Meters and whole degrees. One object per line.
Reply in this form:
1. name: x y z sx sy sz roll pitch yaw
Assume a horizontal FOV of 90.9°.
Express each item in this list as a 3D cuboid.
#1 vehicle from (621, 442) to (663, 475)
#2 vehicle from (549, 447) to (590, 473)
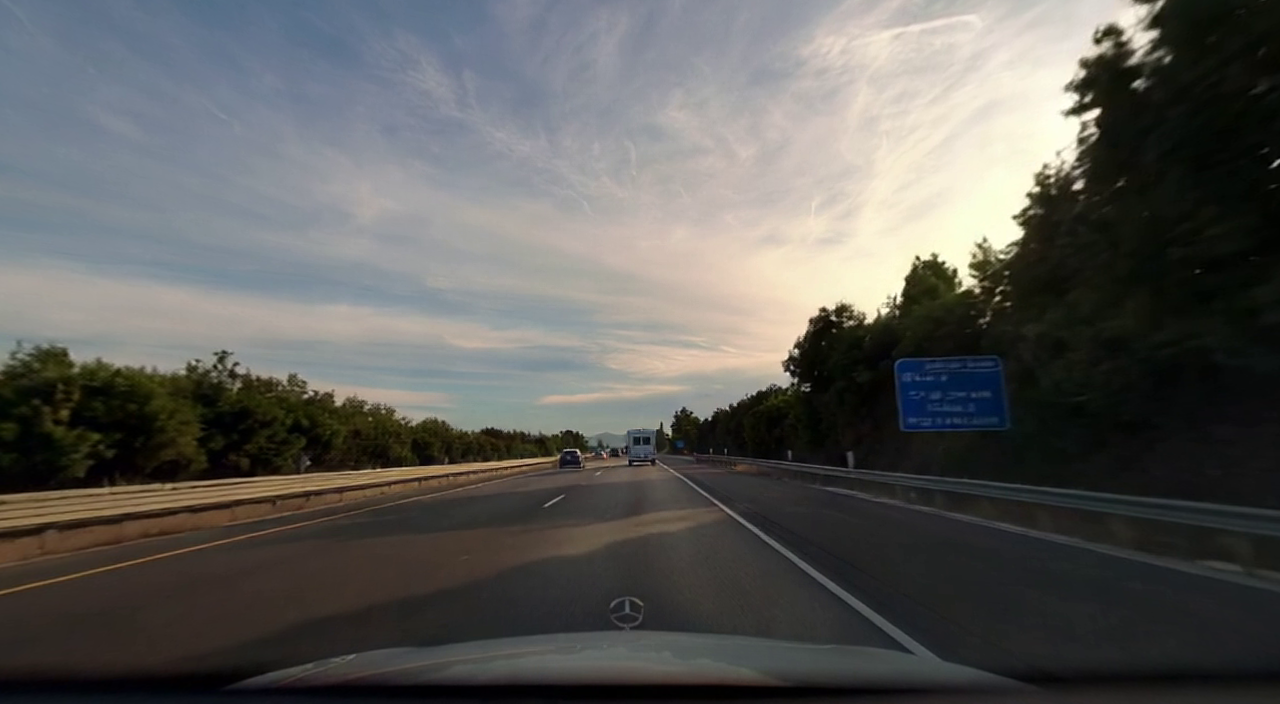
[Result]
1. vehicle: 0.089 5.770 34.297 2.172 1.687 3.929 0 -9 0
2. vehicle: -4.290 6.651 38.985 2.031 1.482 4.248 0 -9 0
